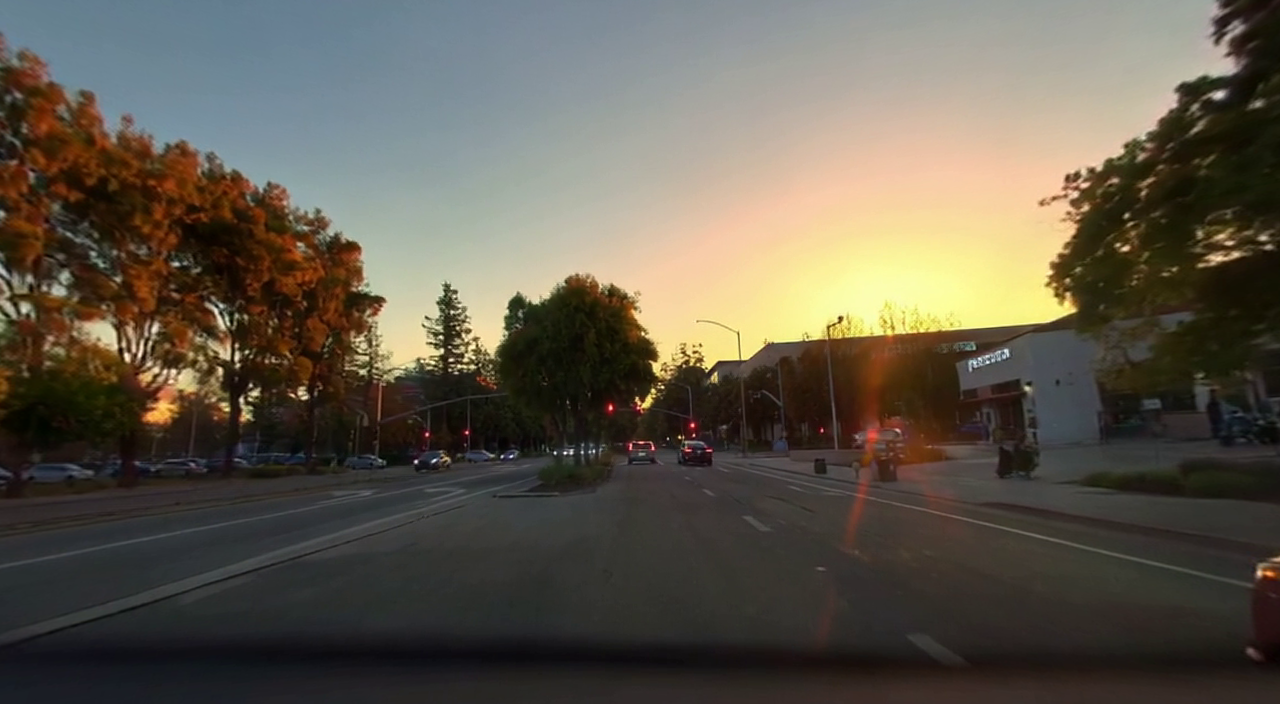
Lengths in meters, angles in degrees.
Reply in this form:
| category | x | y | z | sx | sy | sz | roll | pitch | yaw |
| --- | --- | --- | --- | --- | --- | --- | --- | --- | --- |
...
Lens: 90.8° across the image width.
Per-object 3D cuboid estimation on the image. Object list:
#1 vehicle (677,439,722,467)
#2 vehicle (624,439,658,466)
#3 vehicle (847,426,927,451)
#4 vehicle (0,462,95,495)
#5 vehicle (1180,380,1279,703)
| category | x | y | z | sx | sy | sz | roll | pitch | yaw |
| --- | --- | --- | --- | --- | --- | --- | --- | --- | --- |
| vehicle | 3.684 | 6.370 | 39.992 | 2.198 | 1.660 | 4.512 | 0 | -9 | -2 |
| vehicle | 0.006 | 6.645 | 41.789 | 2.146 | 1.685 | 4.003 | 0 | -9 | -2 |
| vehicle | 15.815 | 5.585 | 40.669 | 4.344 | 1.512 | 1.936 | -1 | -9 | 5 |
| vehicle | -34.079 | 7.083 | 35.586 | 4.712 | 1.658 | 1.981 | 5 | -10 | -30 |
| vehicle | 3.842 | 0.638 | 0.985 | 1.889 | 1.572 | 4.605 | 0 | -9 | 0 |
